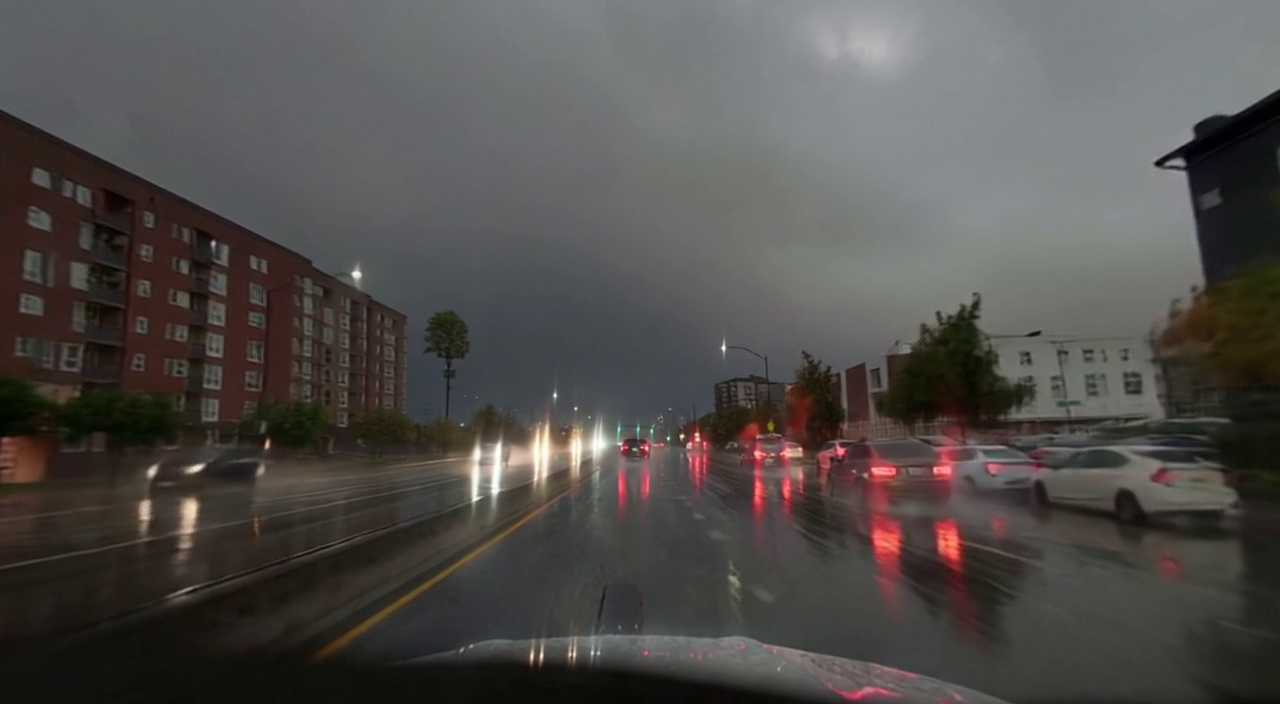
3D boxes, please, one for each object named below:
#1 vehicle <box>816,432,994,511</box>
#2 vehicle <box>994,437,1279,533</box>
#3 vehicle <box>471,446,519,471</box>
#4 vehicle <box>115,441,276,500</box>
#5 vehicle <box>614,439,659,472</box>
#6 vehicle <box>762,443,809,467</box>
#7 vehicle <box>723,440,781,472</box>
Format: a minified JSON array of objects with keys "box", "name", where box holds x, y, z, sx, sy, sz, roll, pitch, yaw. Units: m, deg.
[{"box":[6.043,2.778,15.198,2.121,1.557,4.898,0,-8,-1],"name":"vehicle"},{"box":[9.835,2.552,12.831,2.181,1.546,4.845,0,-9,-3],"name":"vehicle"},{"box":[-8.605,6.347,37.680,1.869,1.419,4.183,0,-8,0],"name":"vehicle"},{"box":[-15.147,4.029,21.895,2.096,1.796,4.825,0,-8,-1],"name":"vehicle"},{"box":[-0.173,5.172,31.695,2.106,1.553,3.964,0,-8,0],"name":"vehicle"},{"box":[9.938,7.066,43.300,2.089,1.508,4.323,0,-9,-2],"name":"vehicle"},{"box":[5.758,5.369,32.789,2.154,1.554,4.149,0,-8,-2],"name":"vehicle"}]
